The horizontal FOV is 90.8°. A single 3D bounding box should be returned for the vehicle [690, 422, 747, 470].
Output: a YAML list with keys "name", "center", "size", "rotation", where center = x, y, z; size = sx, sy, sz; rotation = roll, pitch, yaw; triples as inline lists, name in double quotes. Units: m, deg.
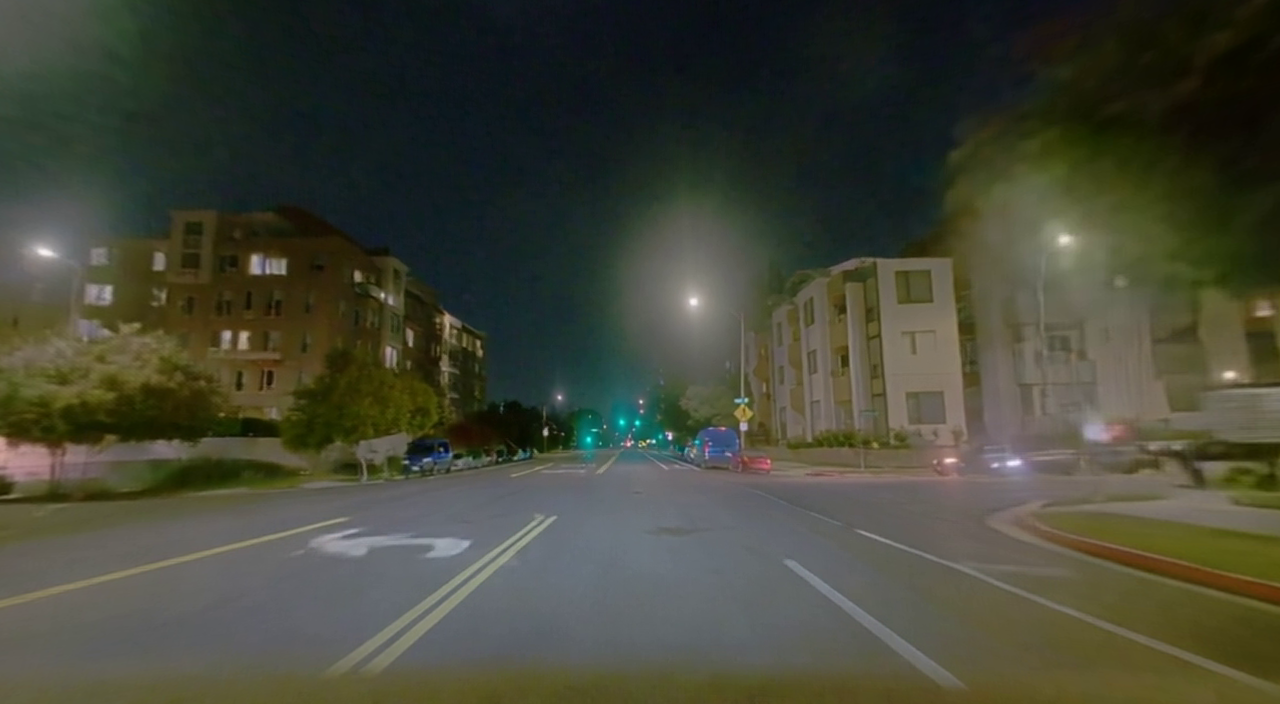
- name: "vehicle"
  center: [4.671, 5.743, 38.686]
  size: [2.414, 2.670, 5.833]
  rotation: [1, -8, -3]

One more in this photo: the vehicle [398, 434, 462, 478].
- name: "vehicle"
  center: [-12.835, 6.339, 39.009]
  size: [2.164, 2.386, 5.460]
  rotation: [-2, -7, -1]

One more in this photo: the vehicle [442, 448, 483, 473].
- name: "vehicle"
  center: [-12.644, 7.704, 45.213]
  size: [1.892, 1.472, 4.523]
  rotation: [-2, -7, -3]

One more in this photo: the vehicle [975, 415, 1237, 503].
- name: "vehicle"
  center: [12.067, 2.710, 16.491]
  size: [5.666, 1.871, 2.216]
  rotation: [0, -8, -14]

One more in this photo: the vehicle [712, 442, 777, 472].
- name: "vehicle"
  center: [5.409, 5.470, 33.179]
  size: [1.848, 1.468, 4.332]
  rotation: [2, -9, -12]
